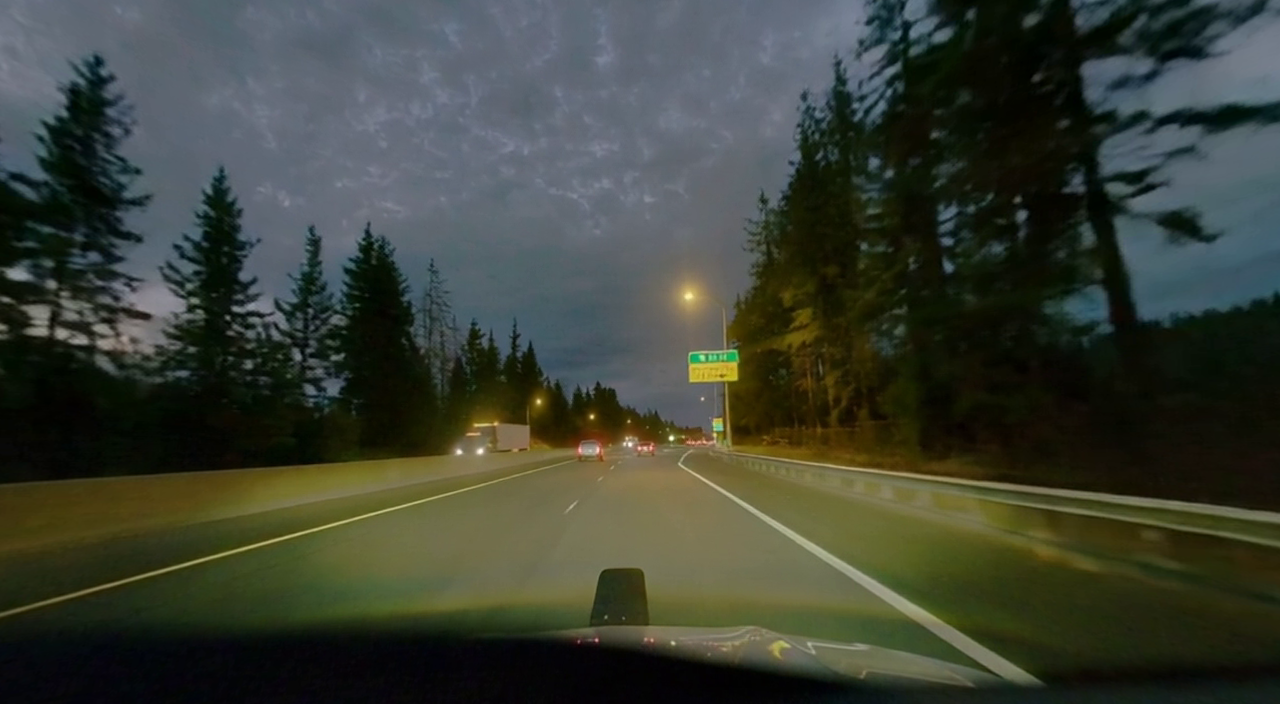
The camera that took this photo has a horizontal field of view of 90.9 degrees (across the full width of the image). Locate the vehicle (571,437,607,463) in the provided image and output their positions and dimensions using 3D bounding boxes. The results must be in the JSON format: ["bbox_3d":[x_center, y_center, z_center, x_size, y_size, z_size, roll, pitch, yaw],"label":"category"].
[{"bbox_3d":[-3.563,6.968,44.830,2.129,1.742,4.217,0,-8,1],"label":"vehicle"}]
